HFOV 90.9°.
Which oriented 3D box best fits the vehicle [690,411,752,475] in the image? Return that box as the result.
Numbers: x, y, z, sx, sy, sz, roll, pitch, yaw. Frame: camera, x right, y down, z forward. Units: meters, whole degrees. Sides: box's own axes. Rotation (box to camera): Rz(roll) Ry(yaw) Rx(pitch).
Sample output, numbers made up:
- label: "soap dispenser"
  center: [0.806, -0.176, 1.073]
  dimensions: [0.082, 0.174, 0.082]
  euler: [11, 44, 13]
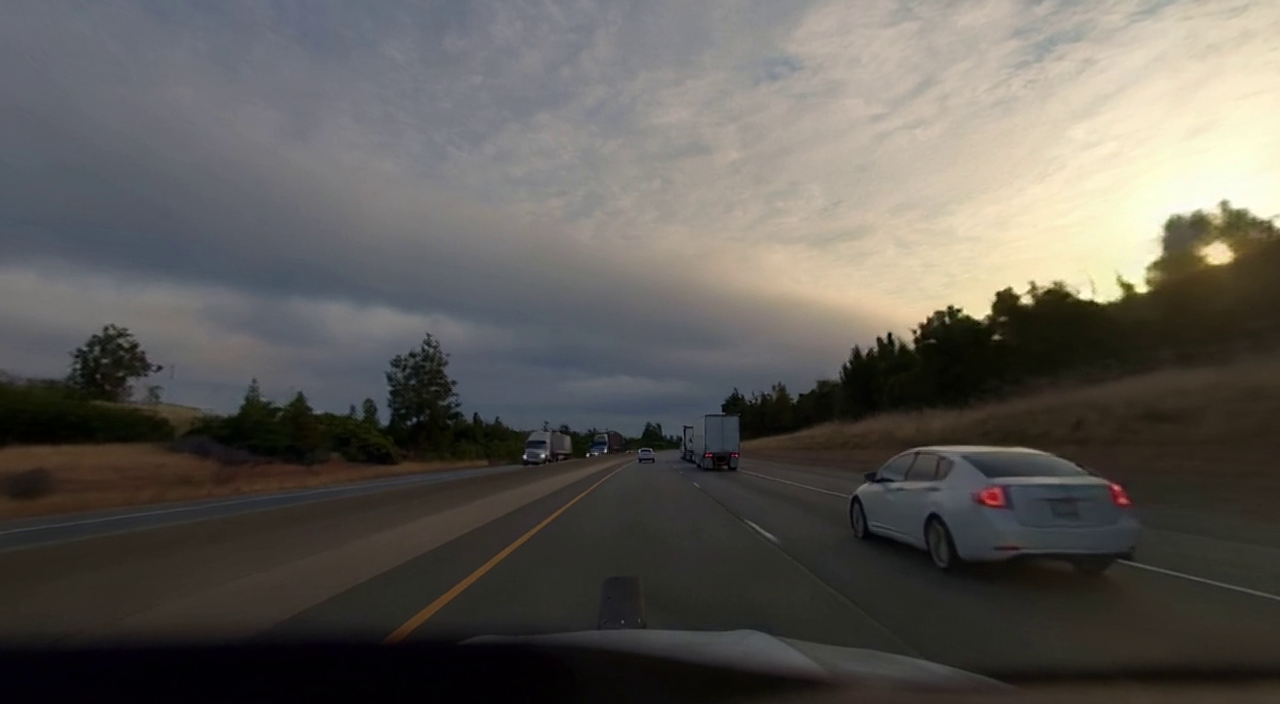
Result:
- label: "vehicle"
  center: [4.986, 5.983, 41.145]
  dimensions: [2.866, 3.558, 11.674]
  euler: [0, -9, 2]

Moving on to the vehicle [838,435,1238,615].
- label: "vehicle"
  center: [3.897, 1.727, 7.214]
  dimensions: [1.893, 1.442, 4.039]
  euler: [0, -9, 0]
